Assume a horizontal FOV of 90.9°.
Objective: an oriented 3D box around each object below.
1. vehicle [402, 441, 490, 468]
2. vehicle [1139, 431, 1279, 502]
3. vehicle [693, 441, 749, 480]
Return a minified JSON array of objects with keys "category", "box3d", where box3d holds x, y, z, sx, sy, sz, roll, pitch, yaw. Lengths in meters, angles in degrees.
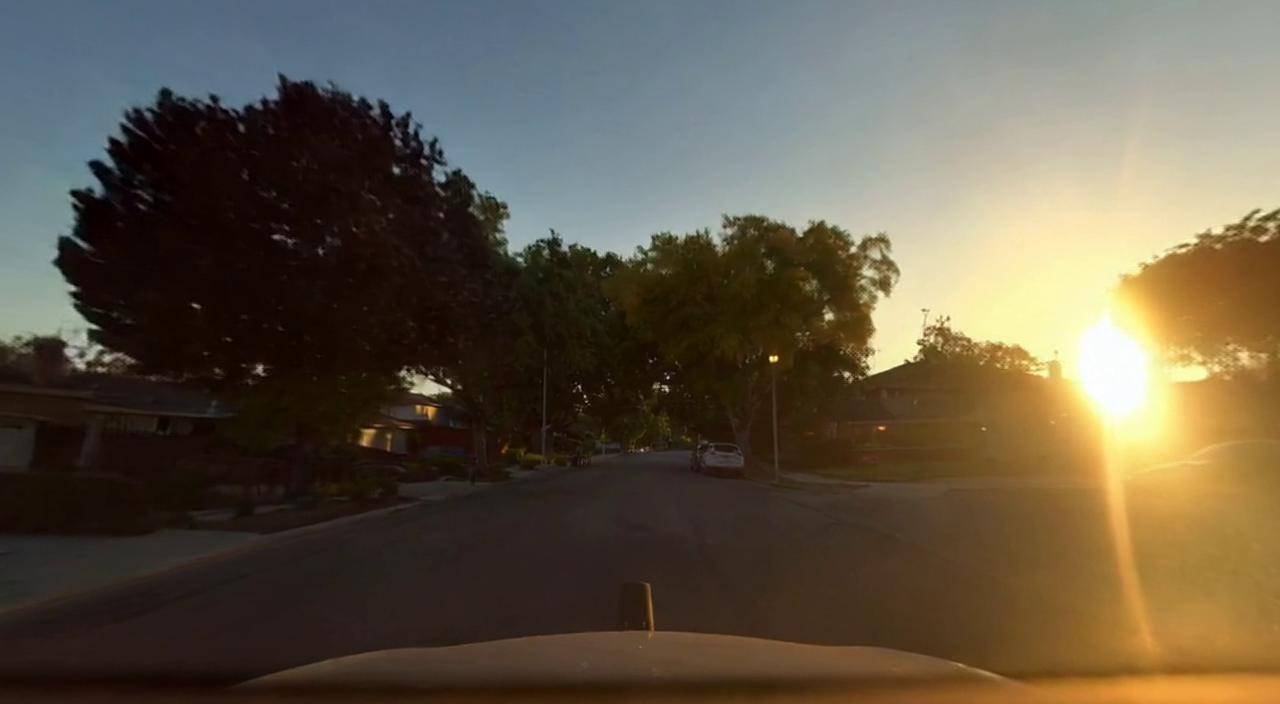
[{"category":"vehicle","box3d":[-12.410,6.574,40.448,4.906,1.564,1.988,0,-8,7]},{"category":"vehicle","box3d":[17.419,3.163,17.723,4.681,1.810,2.249,-2,-8,5]},{"category":"vehicle","box3d":[3.899,5.277,31.072,2.046,1.760,4.570,0,-8,-1]}]
